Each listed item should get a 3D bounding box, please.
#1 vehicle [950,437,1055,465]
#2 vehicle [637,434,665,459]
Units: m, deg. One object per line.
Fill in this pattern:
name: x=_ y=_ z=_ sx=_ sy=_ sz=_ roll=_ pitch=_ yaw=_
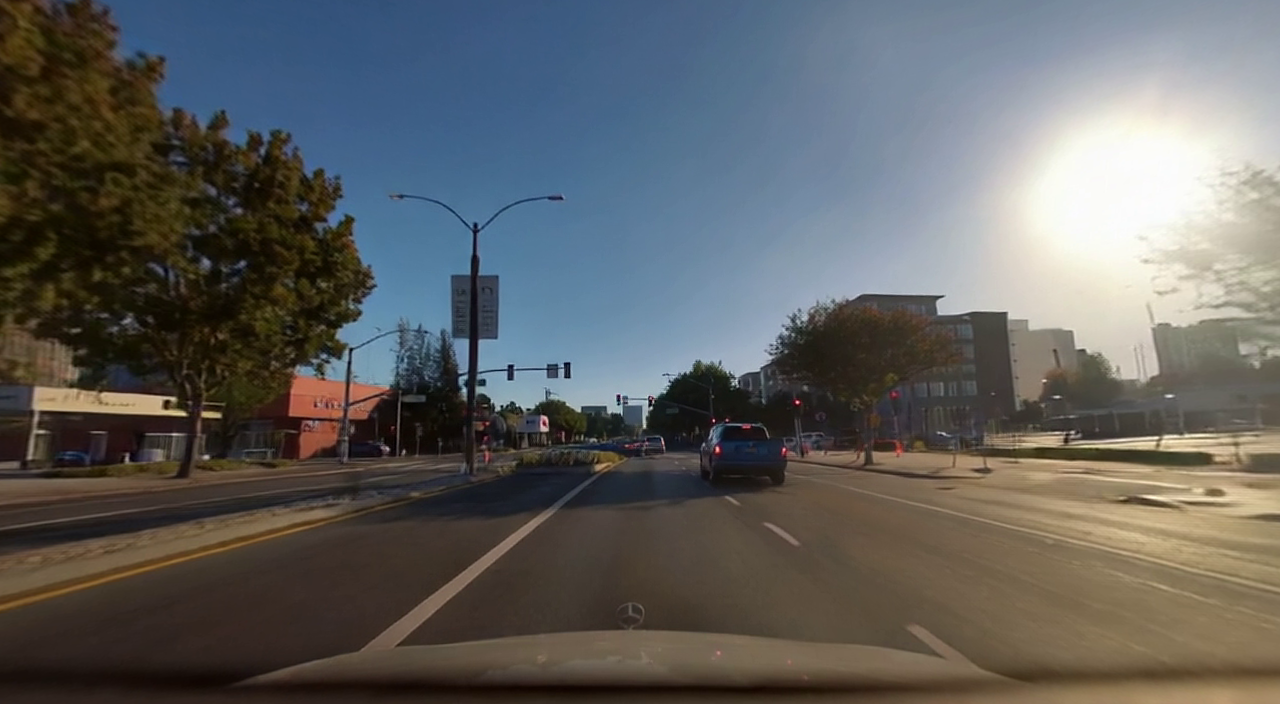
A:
vehicle: x=19.884 y=5.438 z=34.683 sx=4.479 sy=1.488 sz=2.038 roll=0 pitch=-8 yaw=-1
vehicle: x=0.849 y=7.050 z=47.195 sx=1.994 sy=1.759 sz=4.186 roll=0 pitch=-8 yaw=2
